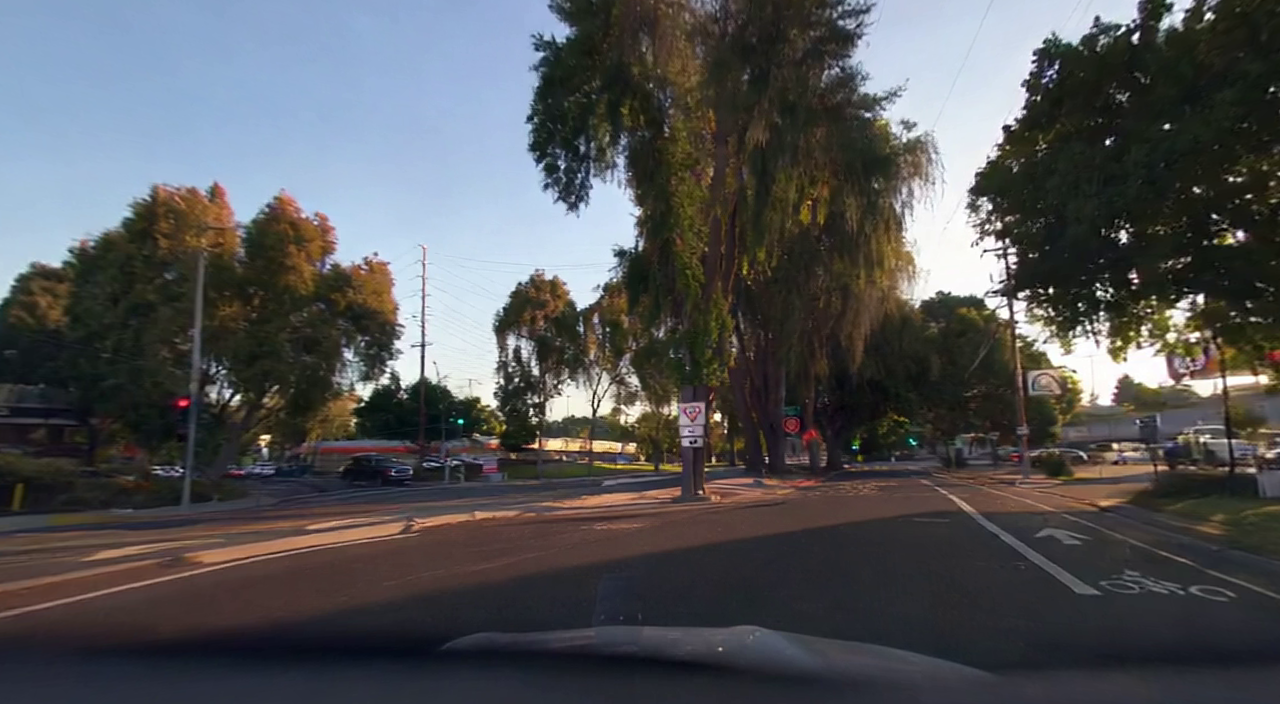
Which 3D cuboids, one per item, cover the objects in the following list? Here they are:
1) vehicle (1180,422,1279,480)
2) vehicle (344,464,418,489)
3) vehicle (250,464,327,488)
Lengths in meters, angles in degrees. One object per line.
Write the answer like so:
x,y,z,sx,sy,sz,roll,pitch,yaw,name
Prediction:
33.065,5.536,35.330,2.642,2.930,5.826,-4,-10,25,vehicle
-17.587,8.414,42.888,4.353,1.486,1.991,-3,-9,19,vehicle
-25.220,8.869,45.328,4.538,1.545,2.021,-2,-9,13,vehicle
